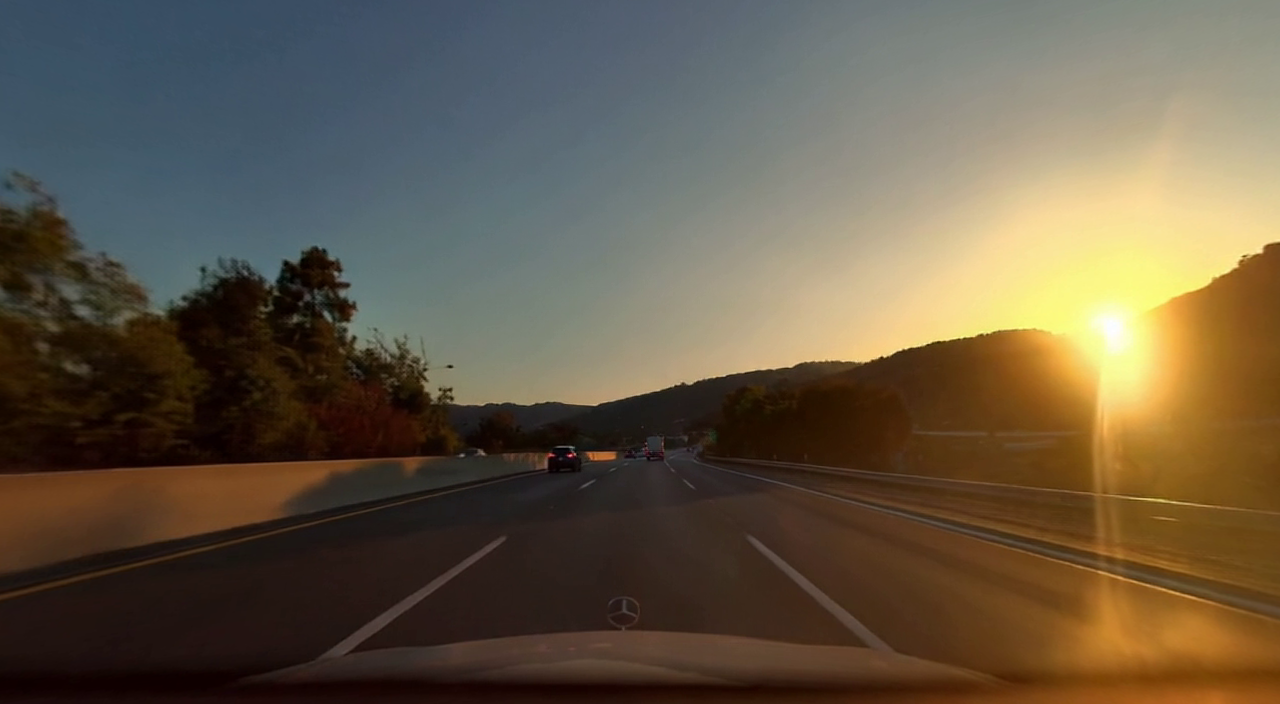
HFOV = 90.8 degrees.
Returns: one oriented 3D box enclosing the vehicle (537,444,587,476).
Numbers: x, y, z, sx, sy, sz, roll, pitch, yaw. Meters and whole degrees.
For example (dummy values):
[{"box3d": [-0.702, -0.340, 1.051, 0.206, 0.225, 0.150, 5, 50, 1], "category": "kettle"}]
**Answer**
[{"box3d": [-4.105, 5.719, 33.681, 2.035, 1.595, 4.022, 0, -9, 2], "category": "vehicle"}]
